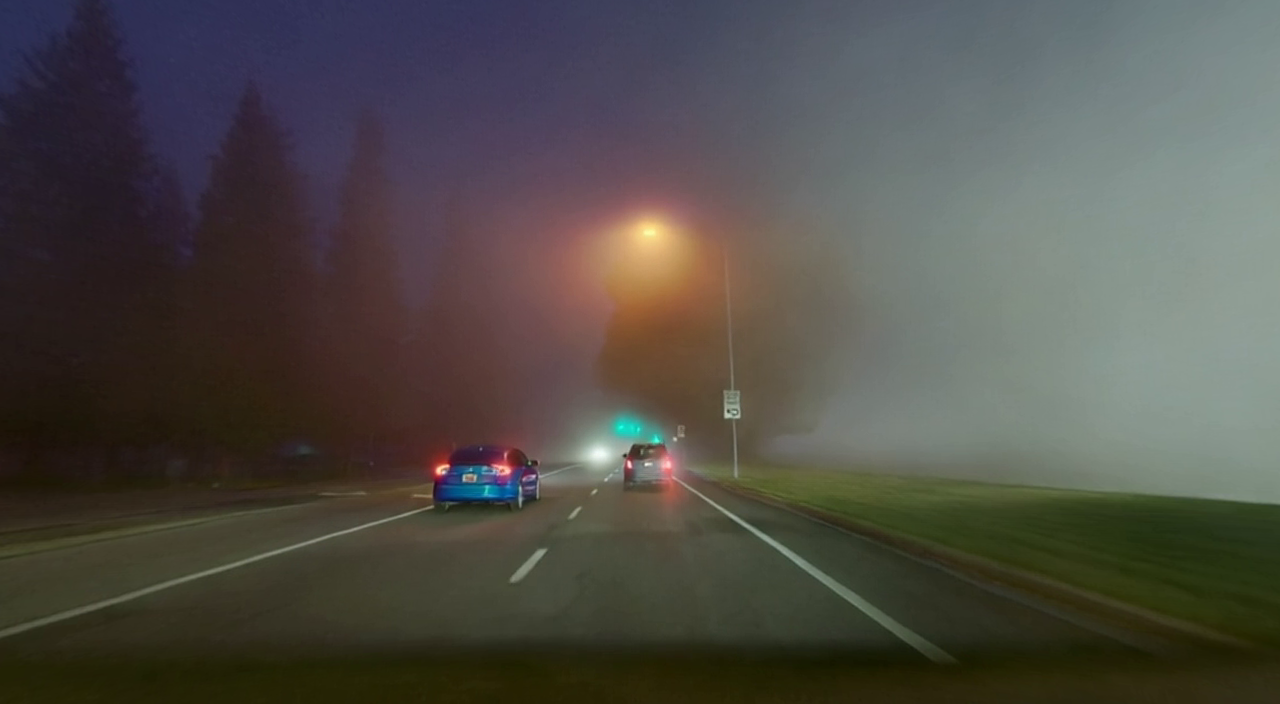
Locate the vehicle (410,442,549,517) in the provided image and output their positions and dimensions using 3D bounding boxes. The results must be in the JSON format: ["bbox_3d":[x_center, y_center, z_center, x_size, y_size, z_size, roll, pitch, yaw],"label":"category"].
[{"bbox_3d":[-3.426,2.800,14.317,2.036,1.447,4.044,0,-9,1],"label":"vehicle"}]

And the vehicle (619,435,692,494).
[{"bbox_3d":[0.397,3.802,21.610,2.215,1.799,4.426,0,-9,-2],"label":"vehicle"}]
